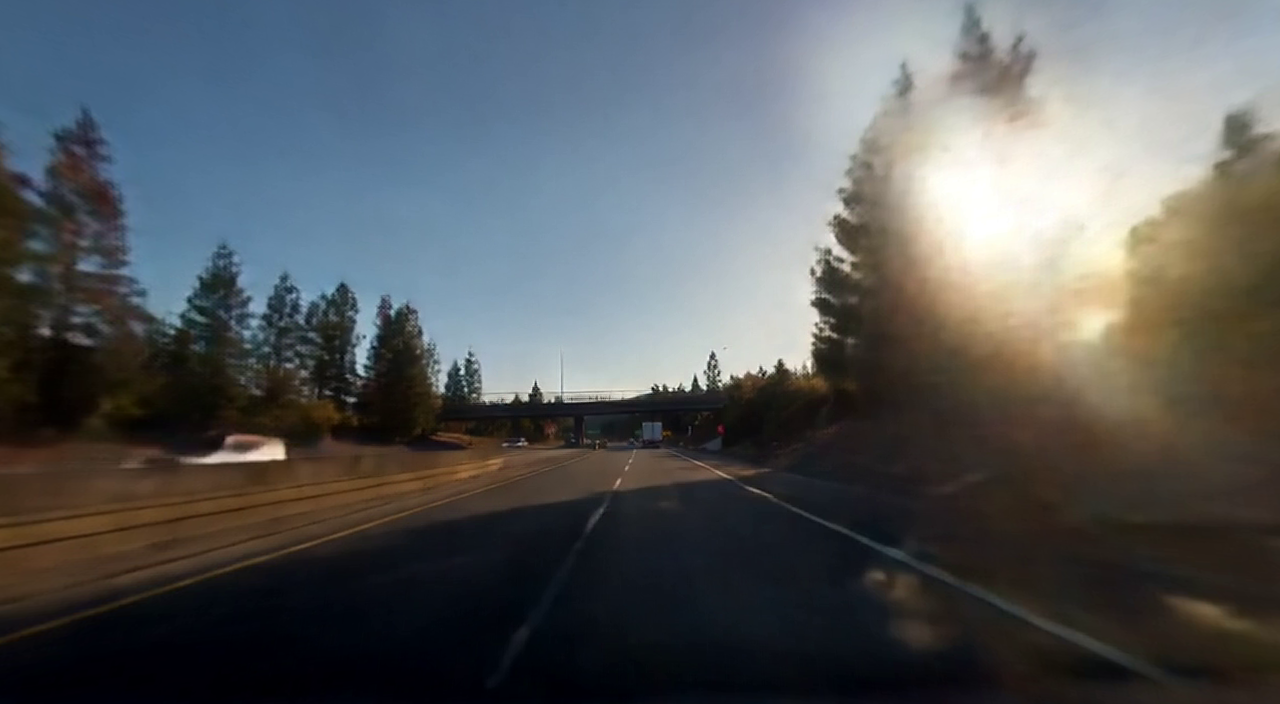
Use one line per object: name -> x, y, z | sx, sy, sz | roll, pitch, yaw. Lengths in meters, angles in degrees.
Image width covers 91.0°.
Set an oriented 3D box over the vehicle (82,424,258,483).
vehicle -> -13.741, 3.005, 18.831 | 1.792, 1.524, 4.502 | 0, -8, 0
